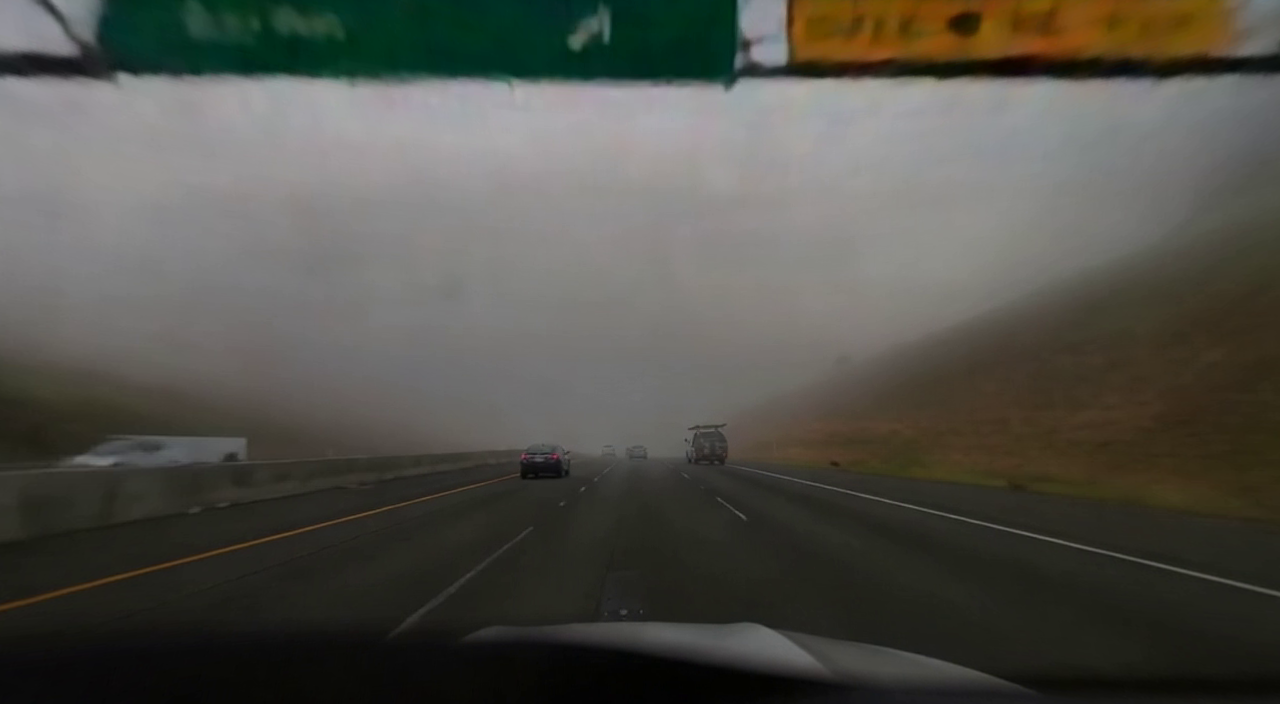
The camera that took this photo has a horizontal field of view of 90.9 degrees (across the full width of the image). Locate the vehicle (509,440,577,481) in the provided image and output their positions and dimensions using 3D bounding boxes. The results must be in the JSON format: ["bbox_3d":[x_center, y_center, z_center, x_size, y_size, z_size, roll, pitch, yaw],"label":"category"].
[{"bbox_3d":[-3.856,4.435,25.905,2.054,1.529,4.368,-1,-9,1],"label":"vehicle"}]

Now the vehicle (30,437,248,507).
[{"bbox_3d":[-11.386,2.739,14.752,1.937,1.378,3.865,0,-9,-1],"label":"vehicle"}]

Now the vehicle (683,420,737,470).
[{"bbox_3d":[3.936,5.407,36.373,2.361,2.636,5.684,0,-9,-1],"label":"vehicle"}]
